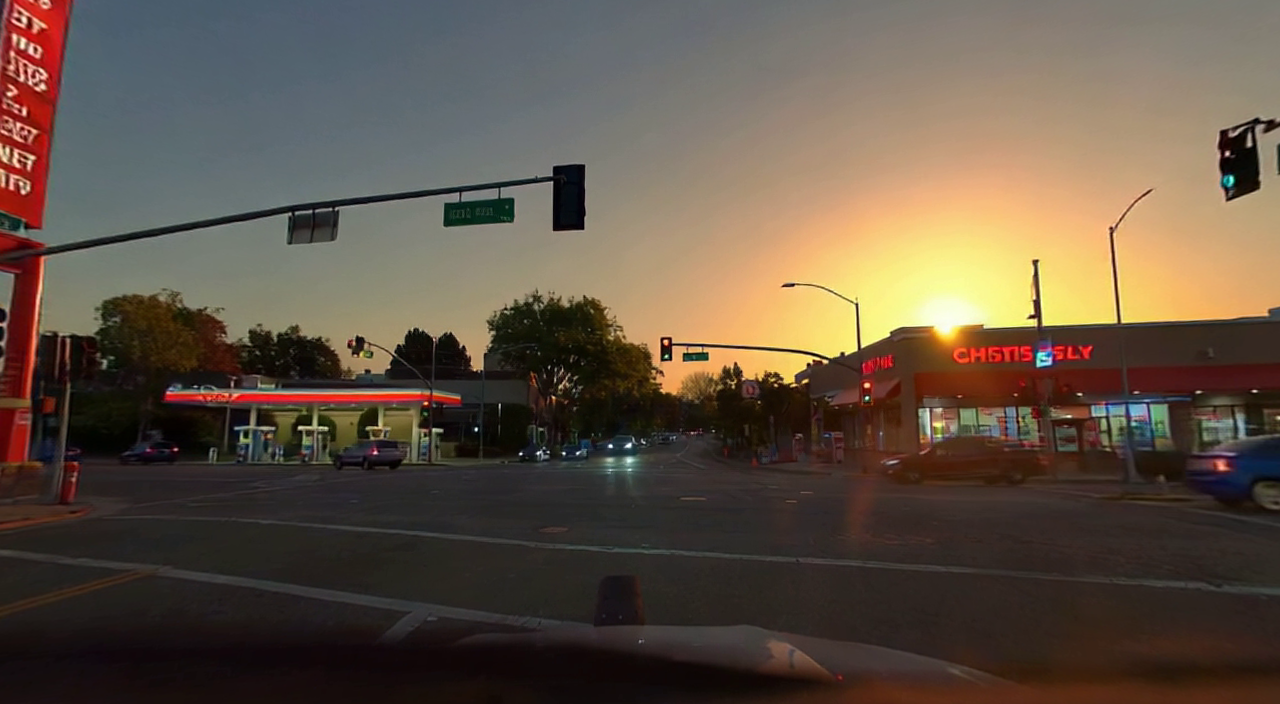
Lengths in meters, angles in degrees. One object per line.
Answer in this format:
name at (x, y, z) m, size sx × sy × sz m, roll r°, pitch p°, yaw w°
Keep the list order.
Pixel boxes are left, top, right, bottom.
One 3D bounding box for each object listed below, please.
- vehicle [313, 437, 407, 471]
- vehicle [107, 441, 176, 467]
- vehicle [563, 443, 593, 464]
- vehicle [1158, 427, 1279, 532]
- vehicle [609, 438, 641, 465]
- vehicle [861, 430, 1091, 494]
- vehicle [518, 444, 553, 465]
vehicle at (-14.587, 5.306, 32.884) m, size 4.568 × 1.643 × 1.911 m, roll -5°, pitch -9°, yaw 27°
vehicle at (-34.203, 6.986, 43.346) m, size 4.562 × 1.676 × 1.819 m, roll -5°, pitch -9°, yaw 27°
vehicle at (-4.596, 7.586, 47.334) m, size 2.003 × 1.481 × 4.091 m, roll 0°, pitch -8°, yaw -3°
vehicle at (10.775, 1.814, 9.116) m, size 4.670 × 1.458 × 1.959 m, roll -5°, pitch -9°, yaw 27°
vehicle at (-1.127, 7.076, 45.143) m, size 2.083 × 1.764 × 5.011 m, roll 0°, pitch -8°, yaw -3°
vehicle at (8.391, 2.792, 16.165) m, size 4.681 × 1.495 × 2.096 m, roll 0°, pitch -8°, yaw 0°
vehicle at (-7.923, 7.805, 48.112) m, size 2.079 × 1.491 × 4.045 m, roll 0°, pitch -8°, yaw -1°
